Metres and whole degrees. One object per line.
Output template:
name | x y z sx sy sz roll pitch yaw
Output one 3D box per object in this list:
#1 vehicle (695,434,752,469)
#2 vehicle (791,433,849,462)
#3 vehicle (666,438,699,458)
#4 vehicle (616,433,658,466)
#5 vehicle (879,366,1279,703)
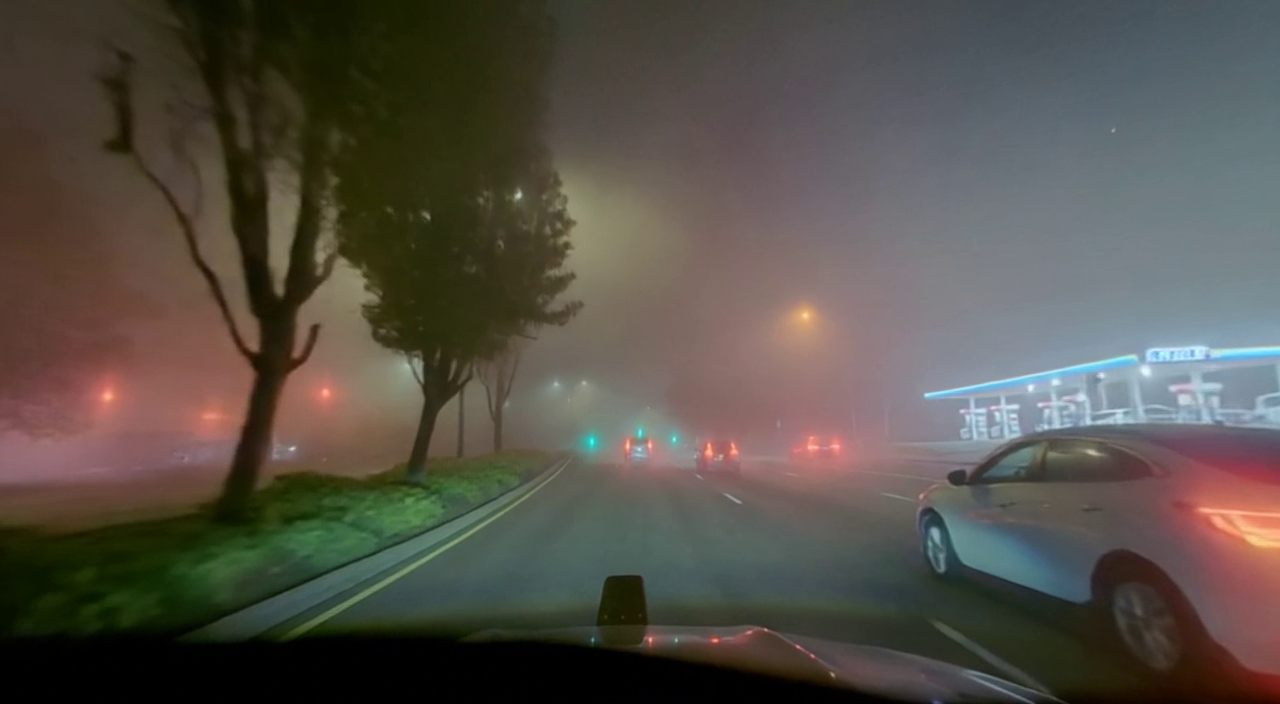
vehicle | 3.870 4.677 29.709 1.980 1.515 4.362 0 -8 -2
vehicle | 10.018 5.353 35.244 1.906 1.488 4.251 0 -8 -1
vehicle | 3.218 7.344 48.133 2.114 1.473 4.495 0 -8 -1
vehicle | -0.193 5.381 34.853 2.172 1.694 4.055 0 -8 -1
vehicle | 3.611 1.064 4.227 2.119 1.509 4.756 -1 -8 0
